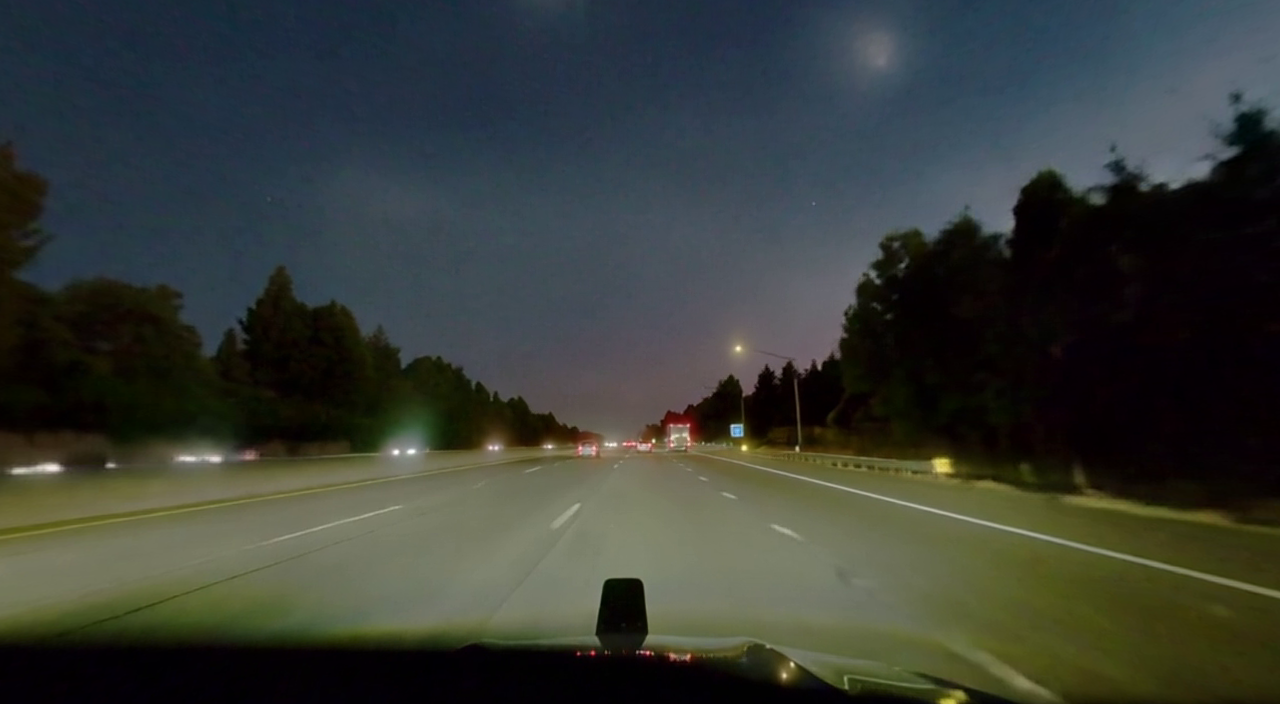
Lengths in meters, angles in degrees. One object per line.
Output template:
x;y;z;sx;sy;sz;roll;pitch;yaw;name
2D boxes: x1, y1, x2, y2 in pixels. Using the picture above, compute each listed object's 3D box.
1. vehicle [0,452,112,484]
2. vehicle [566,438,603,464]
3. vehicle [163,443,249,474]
-29.498;5.788;31.828;1.846;1.449;4.468;0;-9;0;vehicle
-3.518;6.362;40.662;2.025;1.571;3.662;-1;-9;1;vehicle
-25.398;6.234;37.112;1.883;1.678;4.440;0;-9;0;vehicle
